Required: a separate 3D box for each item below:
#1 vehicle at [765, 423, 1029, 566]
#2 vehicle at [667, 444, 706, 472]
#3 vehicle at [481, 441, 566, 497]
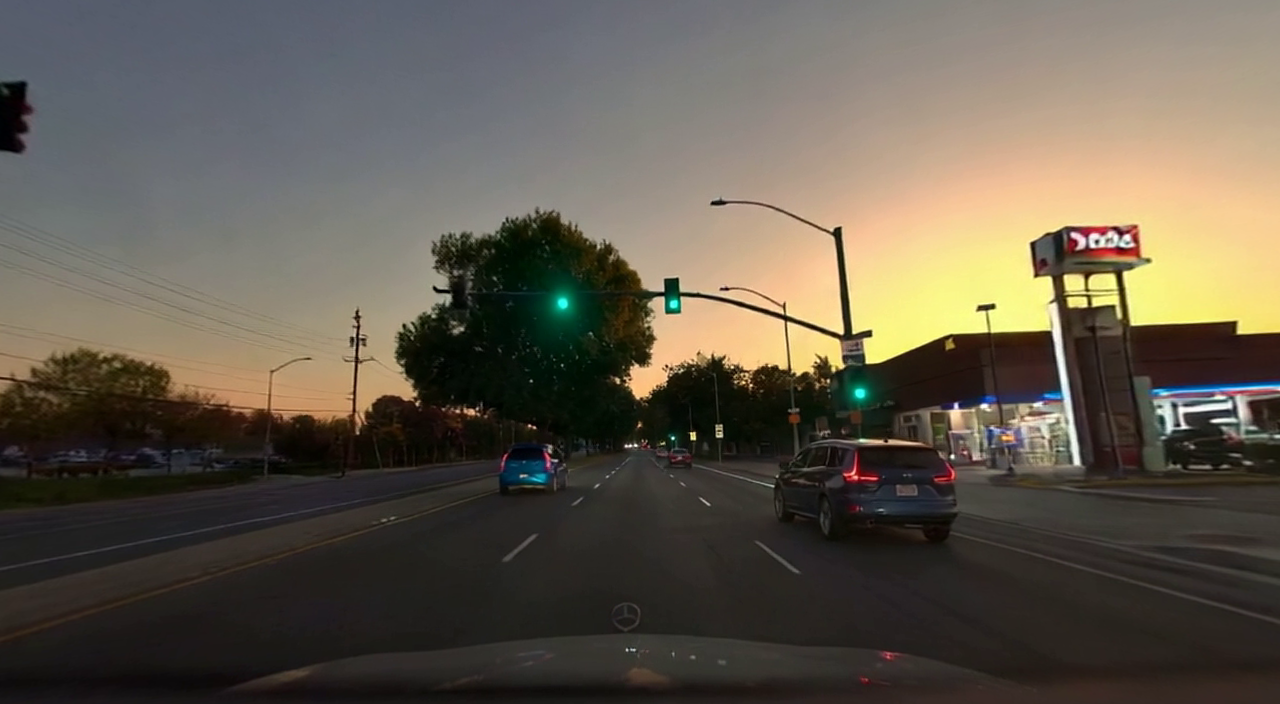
[{"bbox_3d":[3.461,2.004,9.690,2.085,1.655,4.459,0,-9,-1],"label":"vehicle"},{"bbox_3d":[2.960,6.897,41.298,2.066,1.699,4.419,0,-9,-2],"label":"vehicle"},{"bbox_3d":[-3.610,3.702,20.399,1.935,1.617,4.045,0,-9,1],"label":"vehicle"}]
